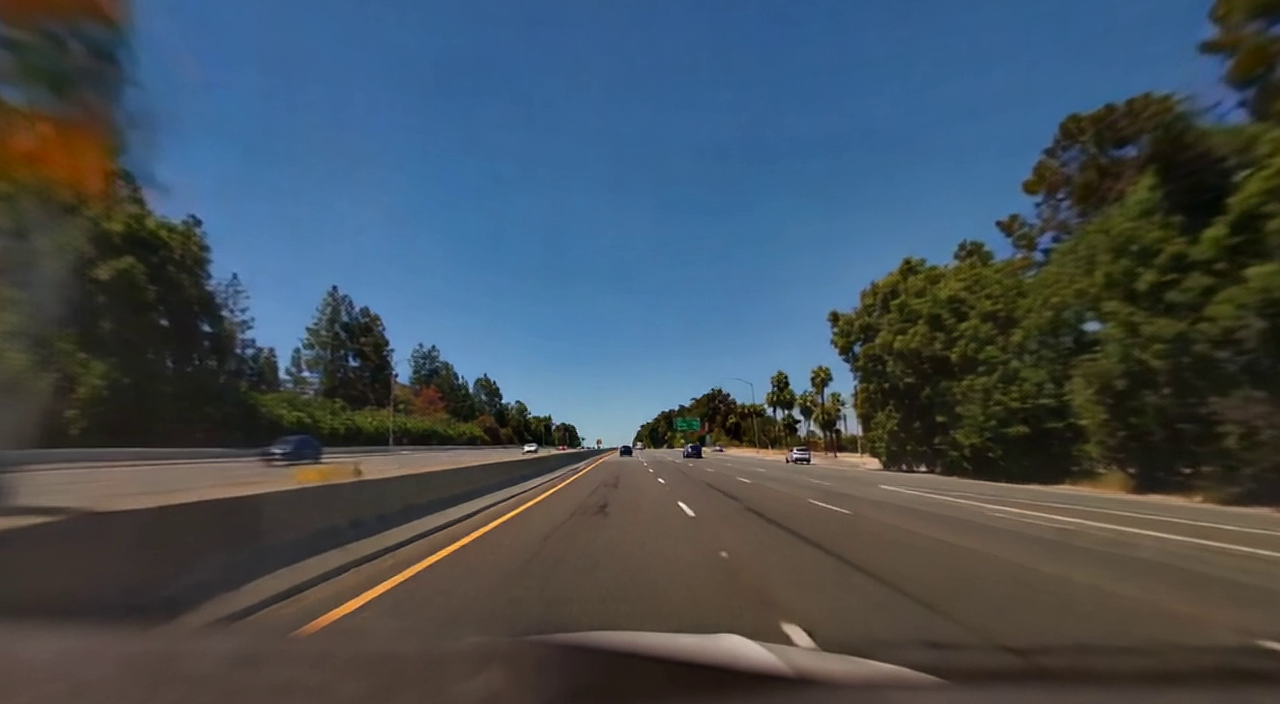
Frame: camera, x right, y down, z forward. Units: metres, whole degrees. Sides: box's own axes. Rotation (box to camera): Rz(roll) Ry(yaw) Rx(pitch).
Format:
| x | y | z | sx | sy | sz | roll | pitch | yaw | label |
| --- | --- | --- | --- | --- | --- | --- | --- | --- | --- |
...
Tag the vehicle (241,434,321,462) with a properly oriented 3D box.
| x | y | z | sx | sy | sz | roll | pitch | yaw | label |
| --- | --- | --- | --- | --- | --- | --- | --- | --- | --- |
| -20.221 | 5.435 | 35.804 | 1.917 | 1.503 | 4.480 | 0 | -8 | 0 | vehicle |
